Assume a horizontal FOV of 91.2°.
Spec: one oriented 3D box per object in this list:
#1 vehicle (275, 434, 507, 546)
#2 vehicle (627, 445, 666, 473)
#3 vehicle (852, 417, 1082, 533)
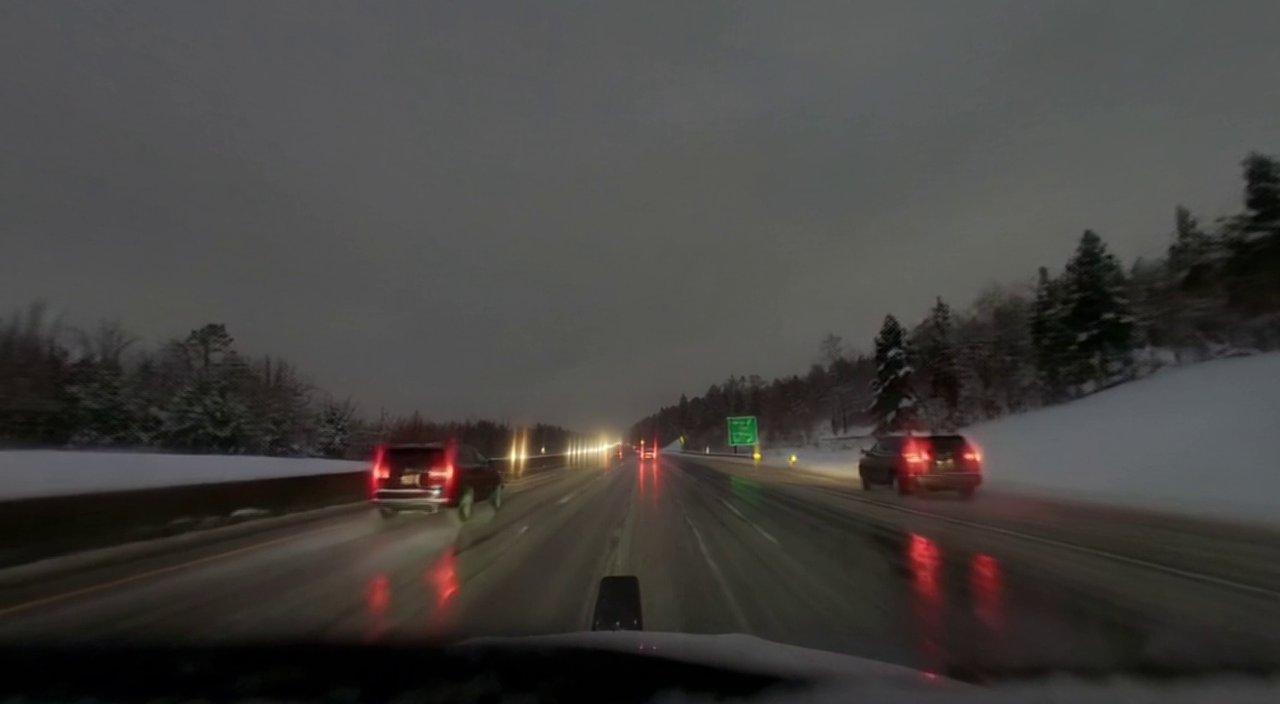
[{"bbox_3d":[-4.110,2.325,11.305,2.084,1.594,4.219,-1,-8,6],"label":"vehicle"},{"bbox_3d":[0.442,6.505,38.488,1.969,1.595,3.964,-1,-8,6],"label":"vehicle"},{"bbox_3d":[5.484,2.118,11.312,2.143,1.667,4.221,-1,-9,5],"label":"vehicle"}]
